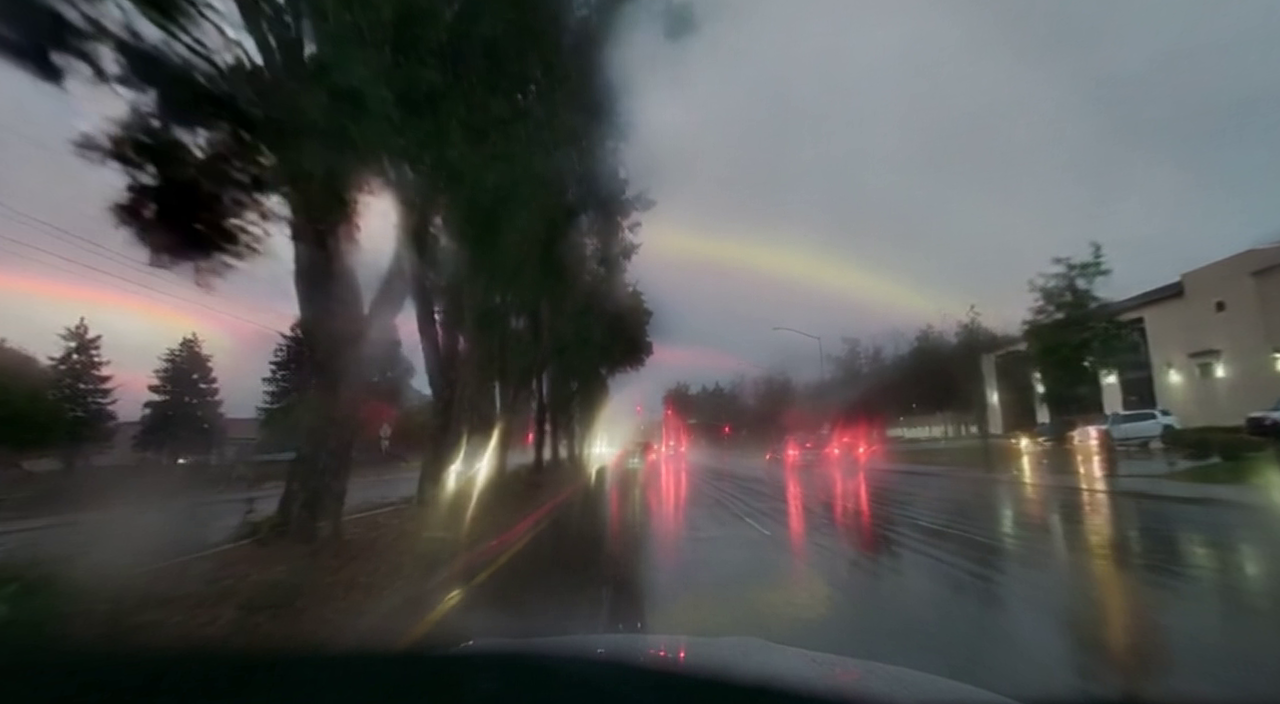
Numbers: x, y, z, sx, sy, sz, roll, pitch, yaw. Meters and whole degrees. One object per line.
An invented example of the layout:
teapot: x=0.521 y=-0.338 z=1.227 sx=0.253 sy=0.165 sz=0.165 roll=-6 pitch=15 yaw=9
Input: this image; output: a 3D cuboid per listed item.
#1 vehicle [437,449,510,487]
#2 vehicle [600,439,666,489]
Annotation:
vehicle: x=-7.407 y=5.183 z=28.610 sx=2.094 sy=1.579 sz=4.297 roll=0 pitch=-9 yaw=0
vehicle: x=-0.261 y=4.029 z=23.072 sx=2.181 sy=1.639 sz=4.127 roll=0 pitch=-9 yaw=-1
